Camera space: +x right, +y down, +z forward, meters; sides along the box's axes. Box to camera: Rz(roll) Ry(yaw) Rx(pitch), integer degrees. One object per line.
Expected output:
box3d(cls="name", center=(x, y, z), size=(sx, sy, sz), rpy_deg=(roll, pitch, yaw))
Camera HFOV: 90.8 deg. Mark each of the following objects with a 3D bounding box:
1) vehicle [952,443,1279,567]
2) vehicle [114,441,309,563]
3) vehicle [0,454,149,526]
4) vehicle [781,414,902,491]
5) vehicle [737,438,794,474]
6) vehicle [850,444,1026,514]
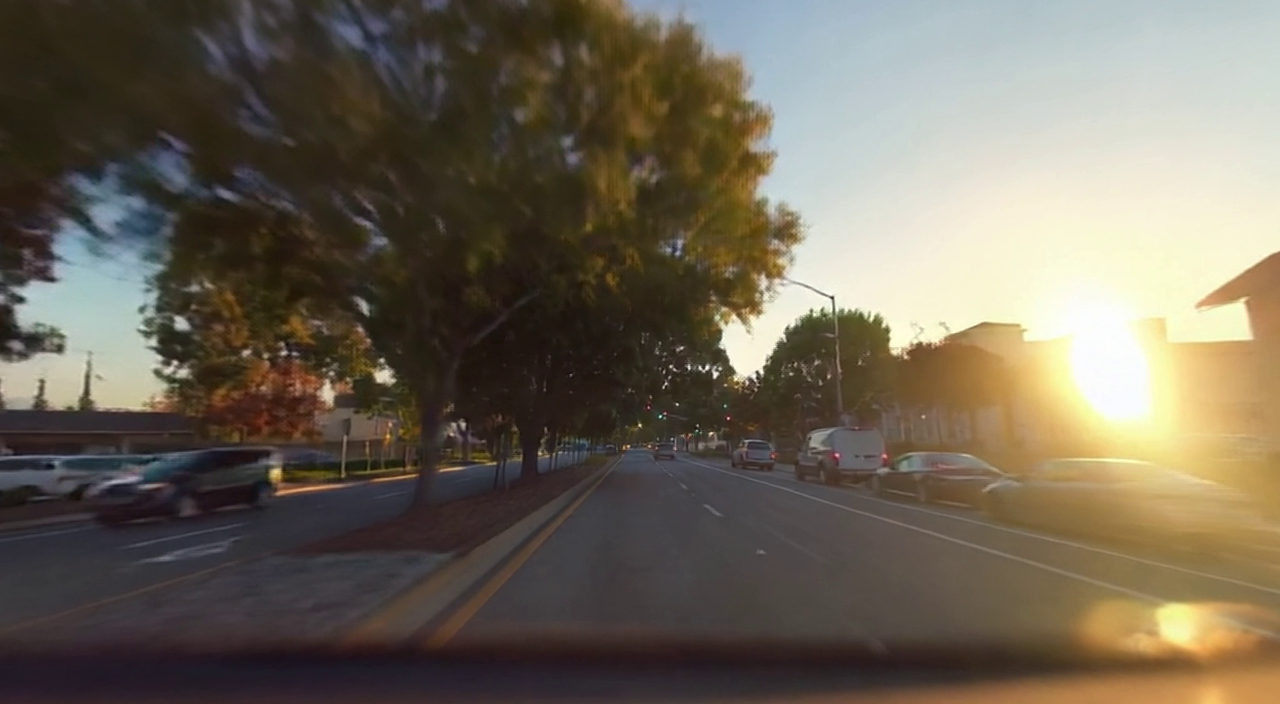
box3d(cls="vehicle", center=(7.192, 2.194, 10.073), size=(1.862, 1.464, 4.892), rpy_deg=(0, -8, -1))
box3d(cls="vehicle", center=(-7.345, 2.327, 10.799), size=(2.165, 1.567, 4.700), rpy_deg=(6, -10, -36))
box3d(cls="vehicle", center=(-14.458, 3.128, 14.699), size=(4.635, 1.457, 2.060), rpy_deg=(-2, -9, 10))
box3d(cls="vehicle", center=(7.099, 3.653, 23.184), size=(2.323, 2.433, 5.901), rpy_deg=(0, -8, -2))
box3d(cls="vehicle", center=(6.995, 5.863, 35.830), size=(2.088, 1.848, 4.936), rpy_deg=(0, -9, -2))
box3d(cls="vehicle", center=(7.220, 3.084, 16.084), size=(1.884, 1.458, 5.146), rpy_deg=(0, -8, -1))
